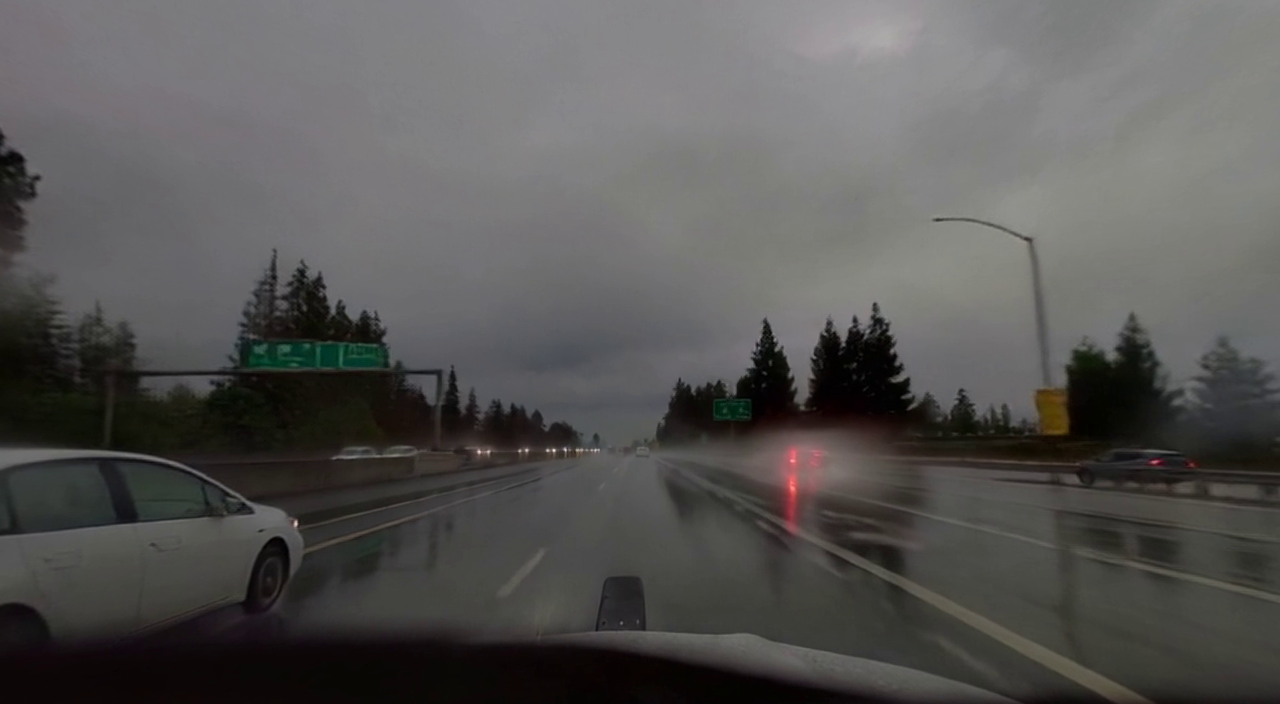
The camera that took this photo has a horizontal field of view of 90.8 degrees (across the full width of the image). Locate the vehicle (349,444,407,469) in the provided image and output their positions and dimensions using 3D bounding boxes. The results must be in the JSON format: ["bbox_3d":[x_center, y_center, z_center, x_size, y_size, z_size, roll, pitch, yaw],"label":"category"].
[{"bbox_3d":[-16.094,6.436,38.919,1.922,1.443,3.908,0,-9,0],"label":"vehicle"}]

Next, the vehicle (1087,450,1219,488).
[{"bbox_3d":[26.165,5.948,32.366,1.973,1.766,4.726,6,-11,-34],"label":"vehicle"}]

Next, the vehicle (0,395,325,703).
[{"bbox_3d":[-3.972,1.130,3.754,1.988,1.585,4.215,0,-9,0],"label":"vehicle"}]
